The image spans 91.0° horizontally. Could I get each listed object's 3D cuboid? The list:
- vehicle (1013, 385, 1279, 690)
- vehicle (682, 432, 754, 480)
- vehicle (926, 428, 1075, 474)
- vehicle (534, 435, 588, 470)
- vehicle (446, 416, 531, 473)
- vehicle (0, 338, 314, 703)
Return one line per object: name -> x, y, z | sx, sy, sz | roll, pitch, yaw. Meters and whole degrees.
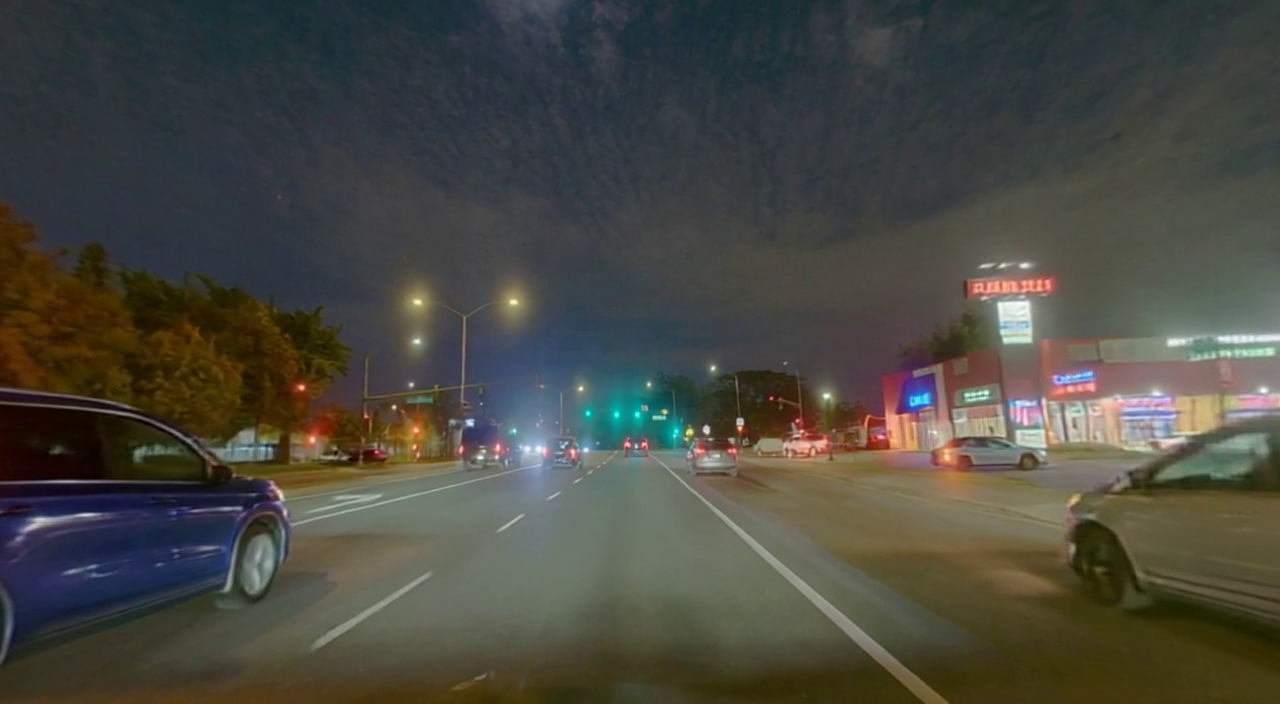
vehicle -> 4.573, 1.067, 3.730 | 2.080, 1.661, 4.324 | 0, -9, 1
vehicle -> 3.074, 4.250, 25.941 | 2.167, 1.792, 4.835 | 1, -9, -2
vehicle -> 14.426, 3.993, 25.407 | 4.626, 1.562, 2.159 | -2, -8, -3
vehicle -> -4.031, 5.265, 33.059 | 2.133, 1.677, 4.727 | 0, -9, 1
vehicle -> -7.609, 4.799, 32.624 | 2.863, 2.592, 6.410 | 0, -9, -1
vehicle -> -3.927, 0.903, 3.408 | 2.038, 1.748, 4.303 | 0, -9, -1
